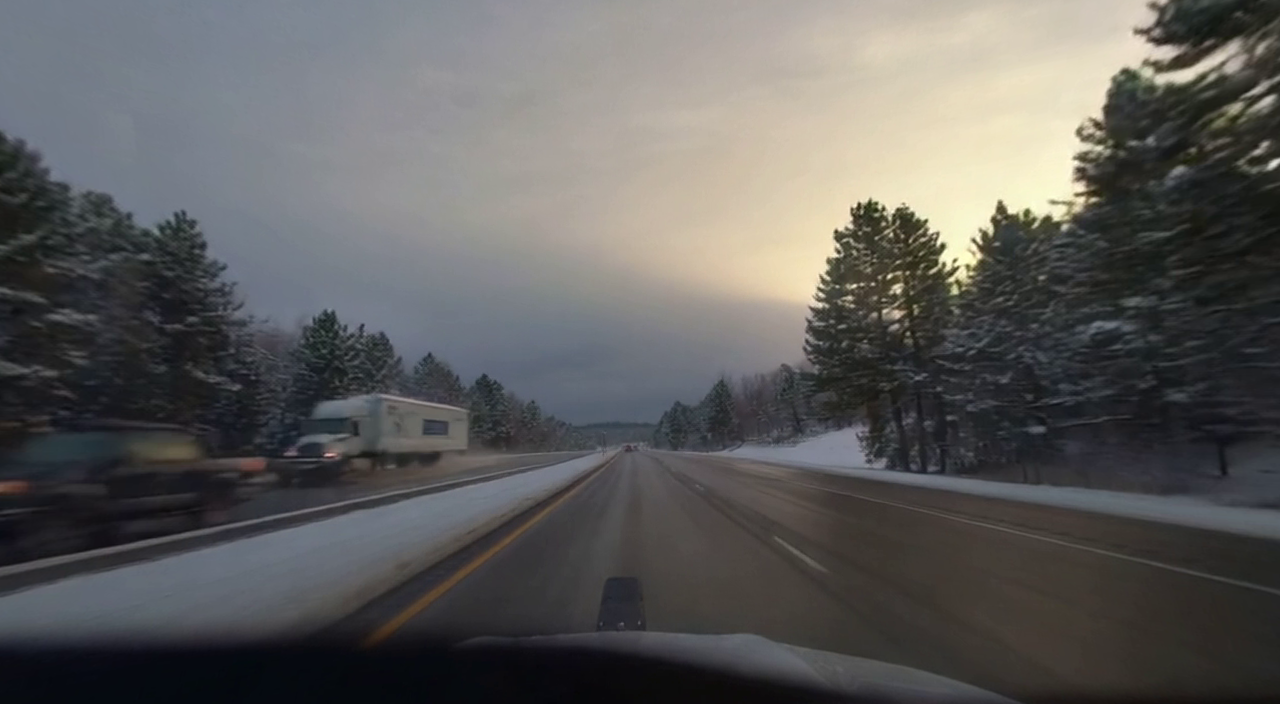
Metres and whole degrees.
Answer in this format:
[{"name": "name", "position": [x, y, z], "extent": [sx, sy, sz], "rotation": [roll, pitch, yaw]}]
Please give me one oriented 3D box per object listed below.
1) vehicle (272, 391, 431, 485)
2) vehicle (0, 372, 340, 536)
[{"name": "vehicle", "position": [-13.474, 4.288, 30.883], "extent": [2.962, 3.836, 10.189], "rotation": [0, -9, 0]}, {"name": "vehicle", "position": [-9.554, 2.170, 13.759], "extent": [2.233, 2.593, 7.395], "rotation": [0, -9, 1]}]
